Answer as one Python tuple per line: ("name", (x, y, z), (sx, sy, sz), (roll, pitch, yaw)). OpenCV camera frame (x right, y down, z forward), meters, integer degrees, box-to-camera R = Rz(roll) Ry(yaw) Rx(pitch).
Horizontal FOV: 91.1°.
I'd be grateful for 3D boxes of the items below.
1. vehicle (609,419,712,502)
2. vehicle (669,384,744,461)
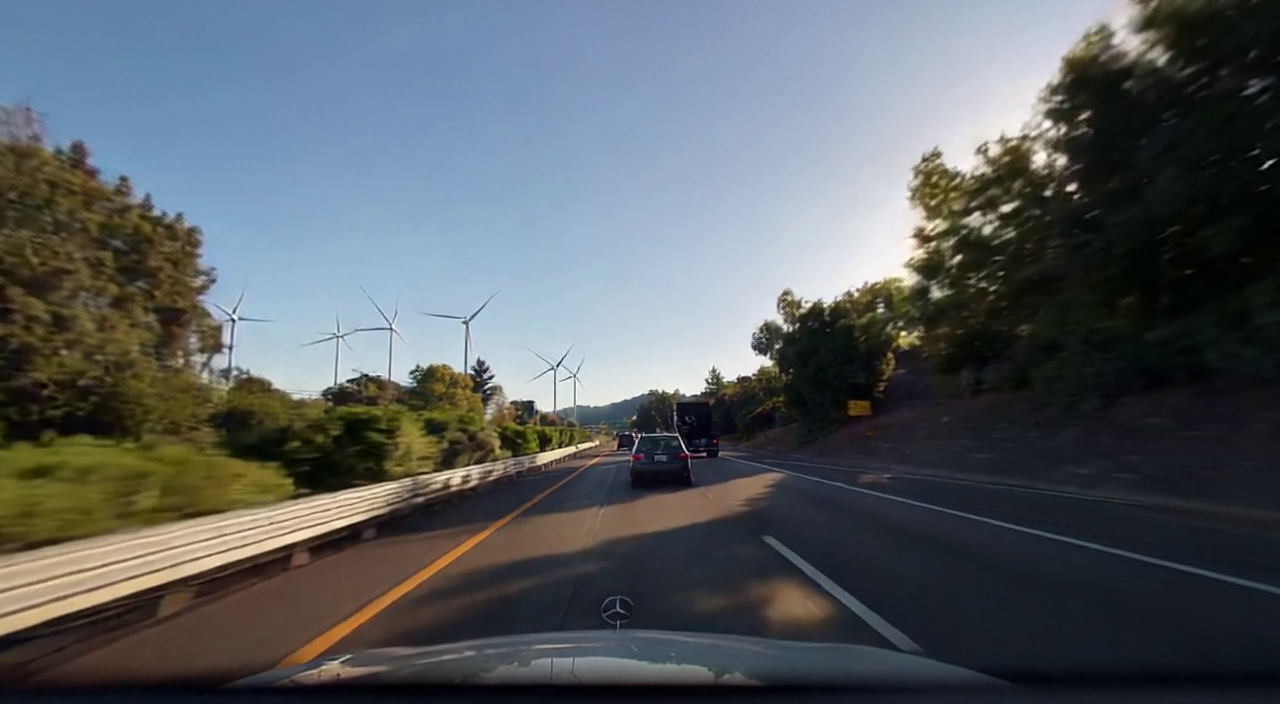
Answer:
("vehicle", (0.320, 2.445, 14.664), (2.038, 1.624, 4.312), (0, -8, -2))
("vehicle", (3.911, 4.770, 41.292), (3.129, 4.126, 14.913), (0, -8, -1))
